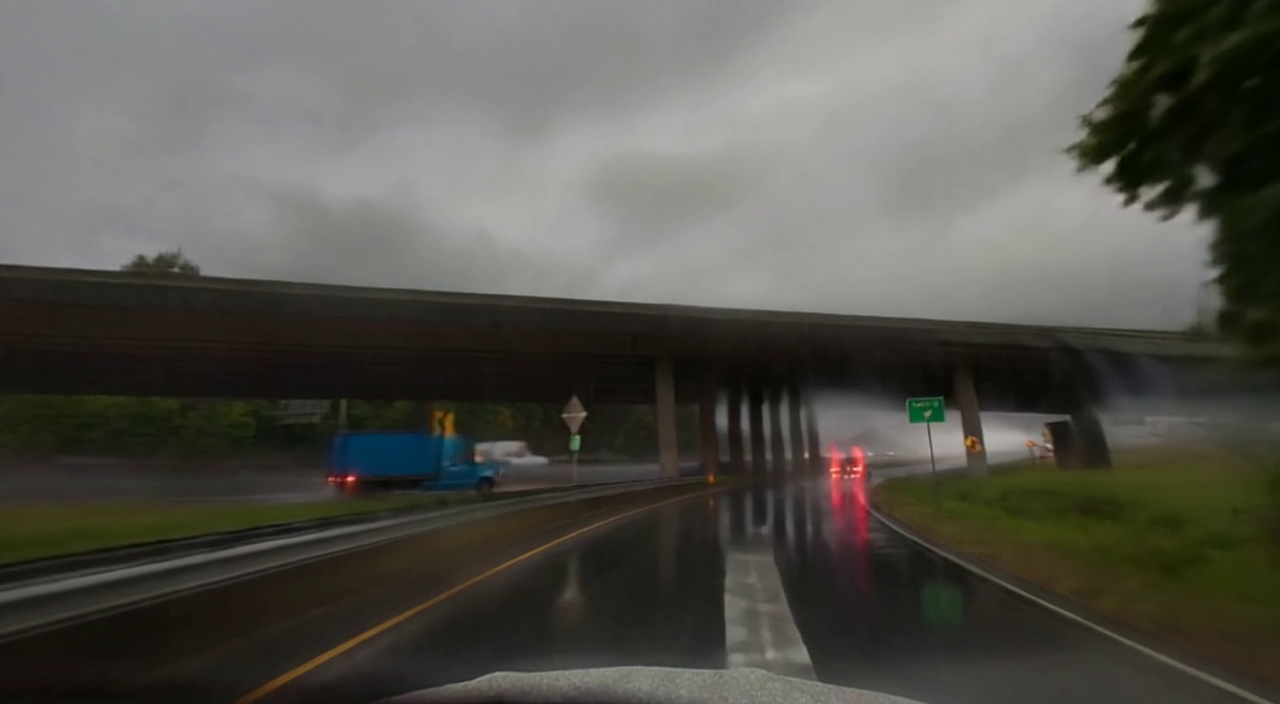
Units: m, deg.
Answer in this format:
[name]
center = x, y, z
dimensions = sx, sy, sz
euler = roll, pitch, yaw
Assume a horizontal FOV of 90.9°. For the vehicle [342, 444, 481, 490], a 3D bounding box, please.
[vehicle]
center = -7.869, 3.951, 21.924
dimensions = 1.940, 1.444, 4.024
euler = -9, -13, 44
